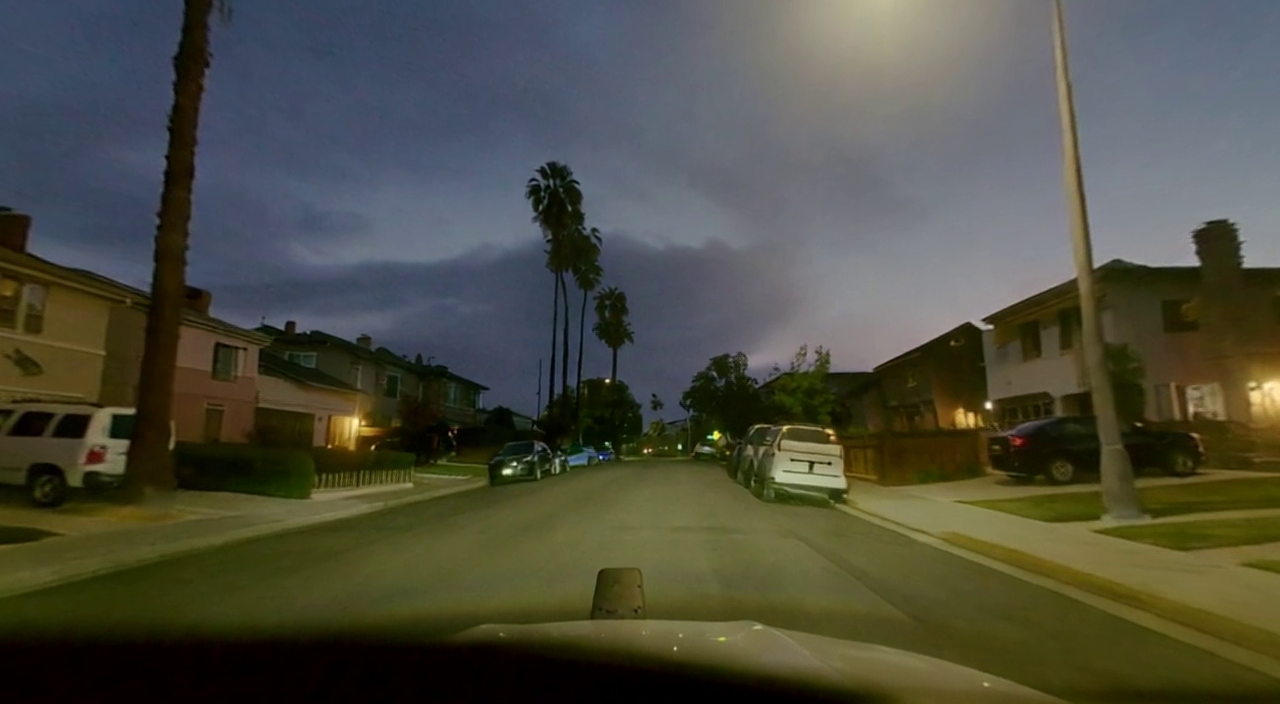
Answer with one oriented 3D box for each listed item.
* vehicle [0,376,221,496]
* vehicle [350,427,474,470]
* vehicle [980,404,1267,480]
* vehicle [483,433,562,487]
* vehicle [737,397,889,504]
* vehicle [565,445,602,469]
[{"bbox_3d":[-11.241,1.552,11.607,5.340,1.948,2.398,0,-9,2],"label":"vehicle"},{"bbox_3d":[-10.758,4.600,30.192,4.991,1.947,2.329,0,-8,0],"label":"vehicle"},{"bbox_3d":[10.348,1.987,13.863,4.643,1.520,1.826,-1,-9,4],"label":"vehicle"},{"bbox_3d":[-4.378,4.058,24.374,2.147,1.823,4.725,-1,-7,0],"label":"vehicle"},{"bbox_3d":[3.800,2.362,15.303,2.184,2.038,6.212,0,-9,3],"label":"vehicle"},{"bbox_3d":[-3.727,7.097,42.436,2.080,1.479,4.531,-1,-10,0],"label":"vehicle"}]
